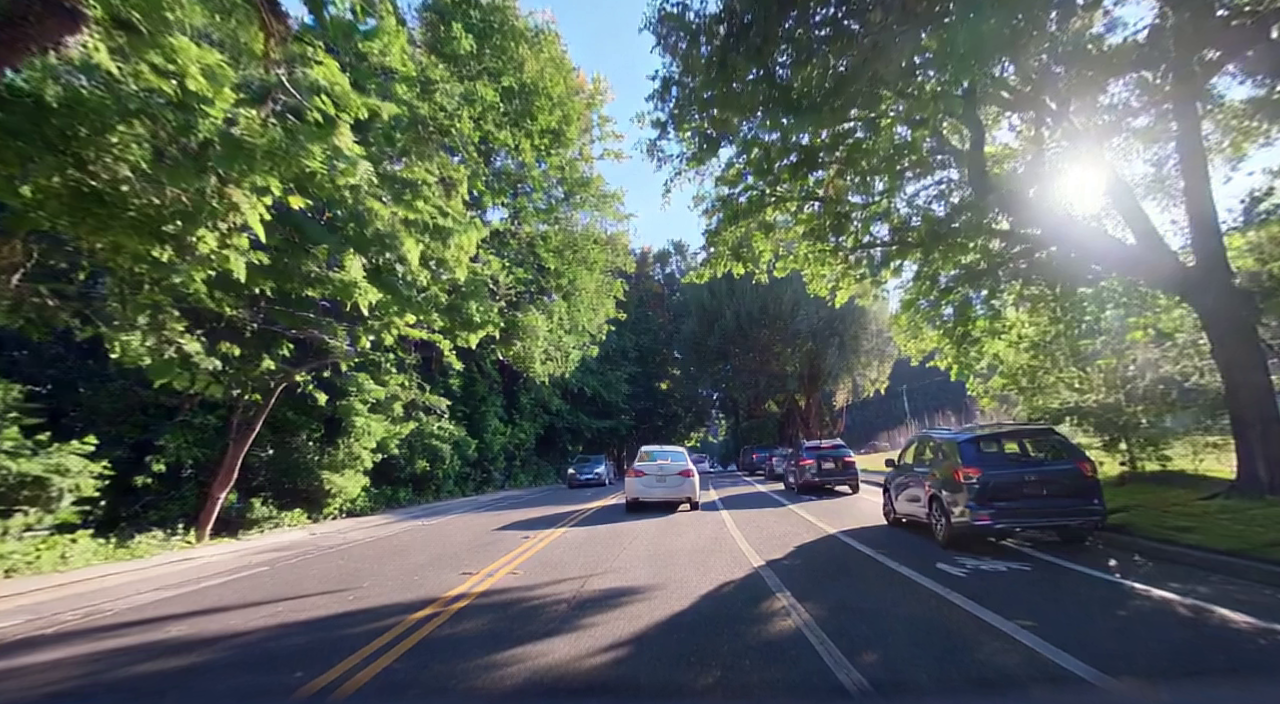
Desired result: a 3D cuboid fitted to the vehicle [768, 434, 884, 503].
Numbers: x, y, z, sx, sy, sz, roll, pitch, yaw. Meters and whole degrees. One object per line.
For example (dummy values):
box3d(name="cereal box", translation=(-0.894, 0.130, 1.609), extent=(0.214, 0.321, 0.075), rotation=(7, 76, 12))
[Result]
box3d(name="vehicle", translation=(4.934, 3.145, 17.461), extent=(1.957, 1.629, 4.609), rotation=(0, -8, 2))

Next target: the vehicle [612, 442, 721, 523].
box3d(name="vehicle", translation=(0.602, 2.795, 14.134), extent=(2.078, 1.521, 4.058), rotation=(-1, -8, 3))

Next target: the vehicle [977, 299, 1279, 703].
box3d(name="vehicle", translation=(3.432, 0.672, 1.982), extent=(2.224, 1.805, 4.773), rotation=(0, -8, 2))

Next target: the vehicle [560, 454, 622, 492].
box3d(name="vehicle", translation=(-2.251, 5.776, 30.347), extent=(2.087, 1.449, 4.575), rotation=(-5, -9, 5))
